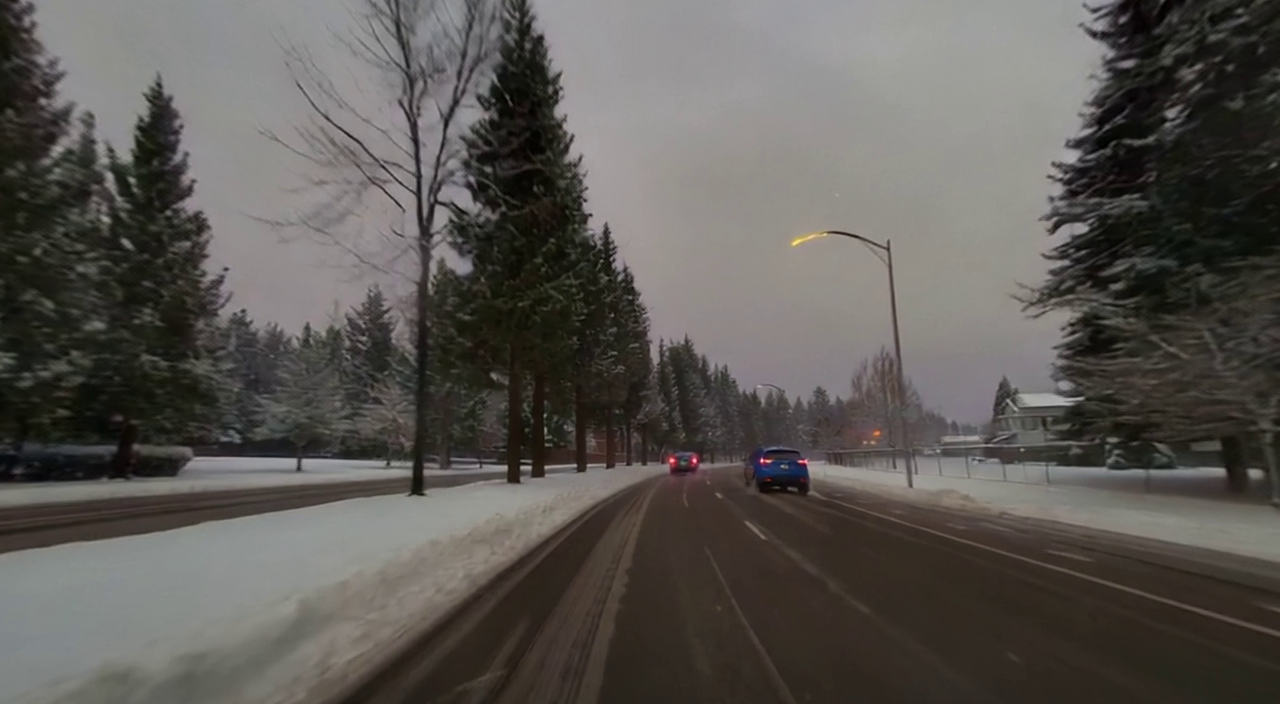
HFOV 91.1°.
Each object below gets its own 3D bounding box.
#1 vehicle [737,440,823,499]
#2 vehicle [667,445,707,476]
[{"bbox_3d":[4.337,3.673,20.133,1.971,1.663,4.287,0,-8,3],"label":"vehicle"},{"bbox_3d":[3.072,6.910,40.436,2.251,1.822,4.391,-1,-8,8],"label":"vehicle"}]
